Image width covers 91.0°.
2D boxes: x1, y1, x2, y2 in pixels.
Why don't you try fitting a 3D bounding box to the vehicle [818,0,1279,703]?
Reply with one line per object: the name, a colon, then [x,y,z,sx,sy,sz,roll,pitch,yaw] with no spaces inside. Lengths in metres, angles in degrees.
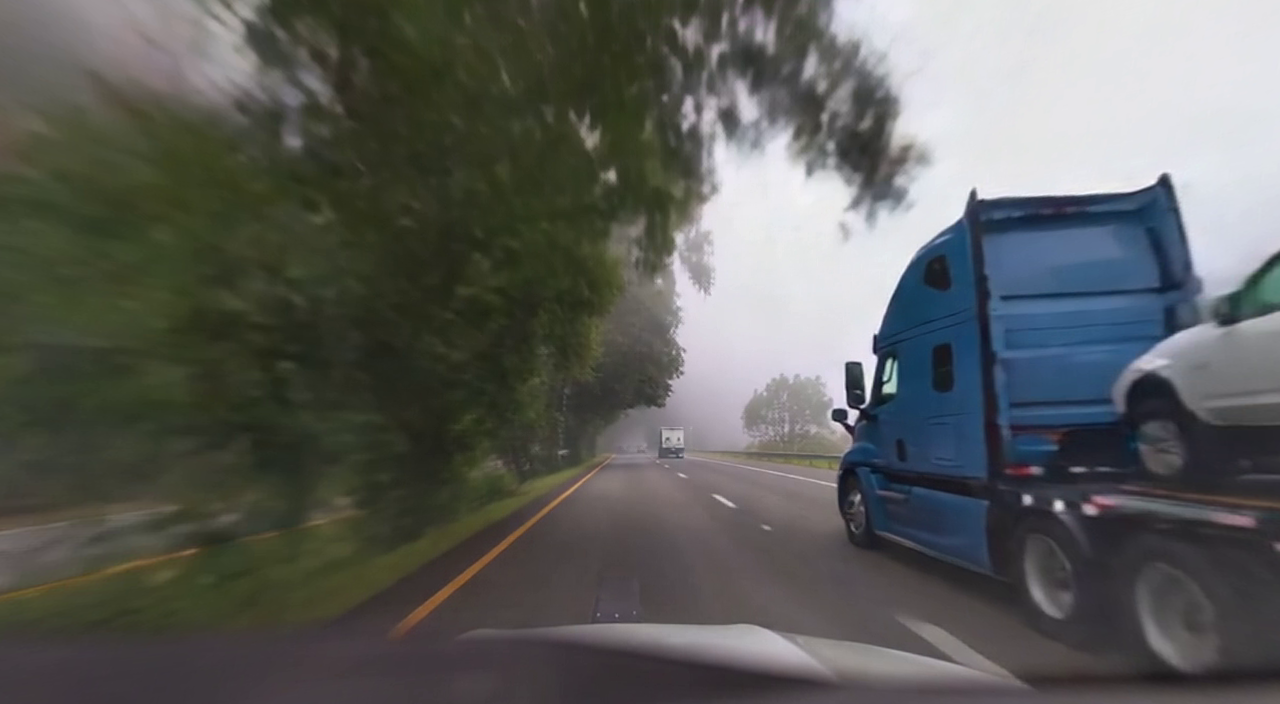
vehicle: [4.247,0.163,3.988,3.101,3.507,9.878,0,-8,-1]
